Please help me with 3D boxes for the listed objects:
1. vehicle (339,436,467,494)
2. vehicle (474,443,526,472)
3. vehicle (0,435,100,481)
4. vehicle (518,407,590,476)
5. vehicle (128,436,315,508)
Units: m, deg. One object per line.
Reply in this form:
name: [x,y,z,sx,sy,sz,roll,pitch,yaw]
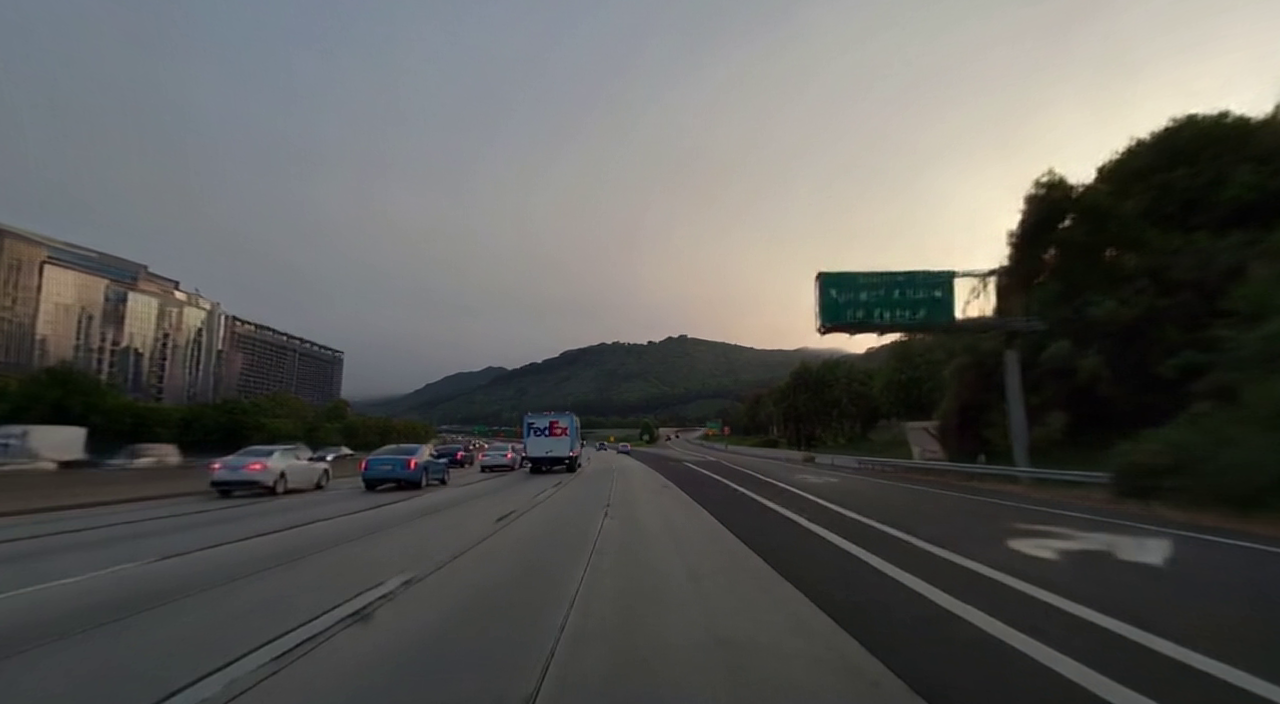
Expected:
vehicle: [-7.954,3.843,21.872,2.461,1.767,4.991,0,-8,0]
vehicle: [-8.437,6.379,38.438,2.143,1.628,4.559,0,-8,-1]
vehicle: [-33.201,5.586,33.569,2.677,2.234,7.185,0,-8,-2]
vehicle: [-4.374,4.794,33.712,2.798,3.212,7.573,0,-8,0]
vehicle: [-11.735,3.362,18.236,2.188,1.784,4.724,0,-8,-1]
